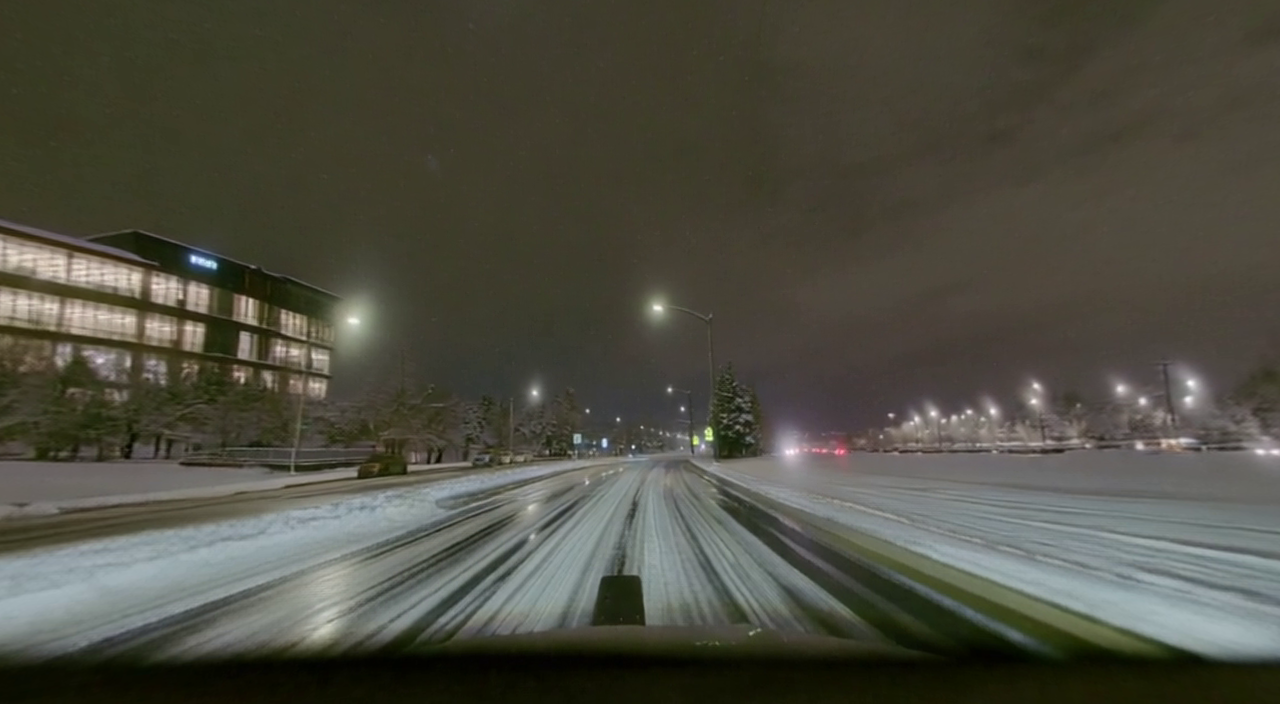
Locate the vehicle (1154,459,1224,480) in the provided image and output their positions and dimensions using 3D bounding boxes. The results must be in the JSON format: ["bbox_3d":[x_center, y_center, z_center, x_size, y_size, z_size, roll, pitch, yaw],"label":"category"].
[{"bbox_3d":[42.573,9.098,48.937,1.717,1.459,4.256,0,-9,3],"label":"vehicle"}]

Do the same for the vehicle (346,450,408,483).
[{"bbox_3d":[-18.240,7.934,43.947,2.047,1.914,5.061,-3,-7,2],"label":"vehicle"}]
